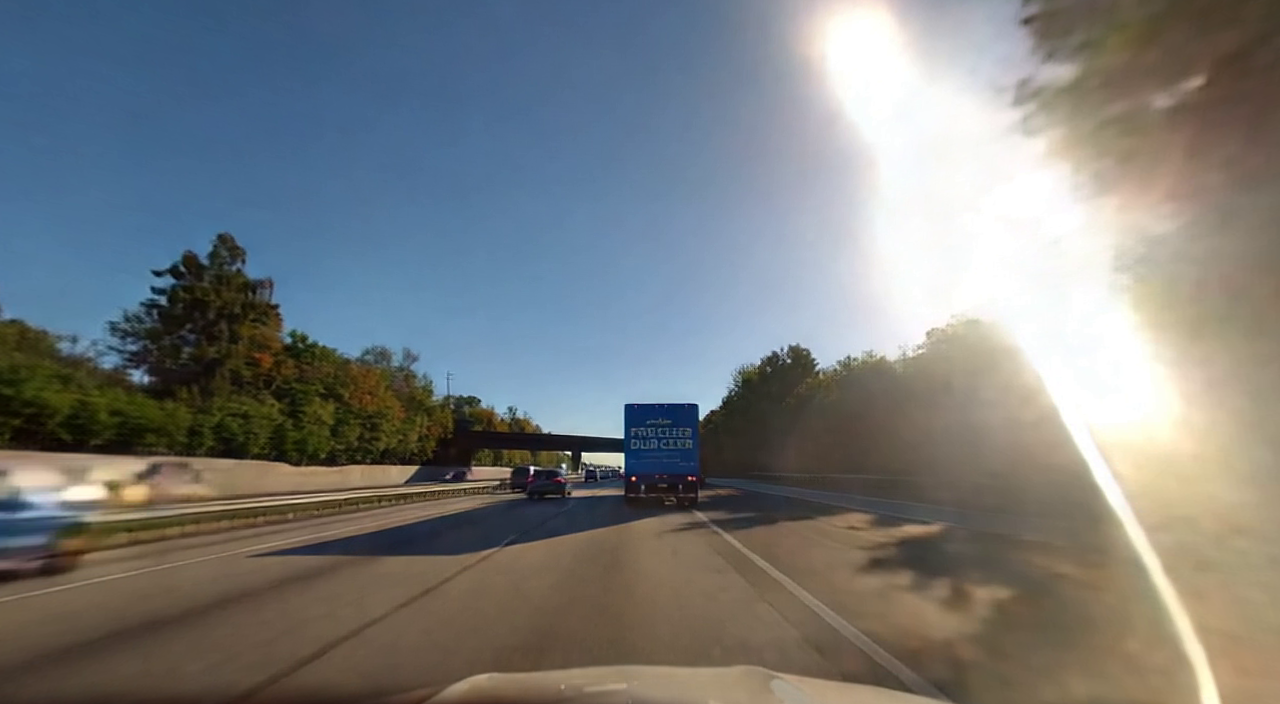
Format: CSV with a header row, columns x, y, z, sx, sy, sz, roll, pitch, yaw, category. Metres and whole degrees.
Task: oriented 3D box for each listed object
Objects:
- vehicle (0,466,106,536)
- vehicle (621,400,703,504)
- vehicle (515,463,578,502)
x,y,z,sx,sy,sz,roll,pitch,yaw,category
-16.230,3.662,15.628,1.949,1.627,4.472,1,-10,0,vehicle
0.695,4.584,28.235,2.980,3.834,9.423,1,-10,-2,vehicle
-4.001,5.713,27.777,1.978,1.516,4.617,1,-10,1,vehicle
